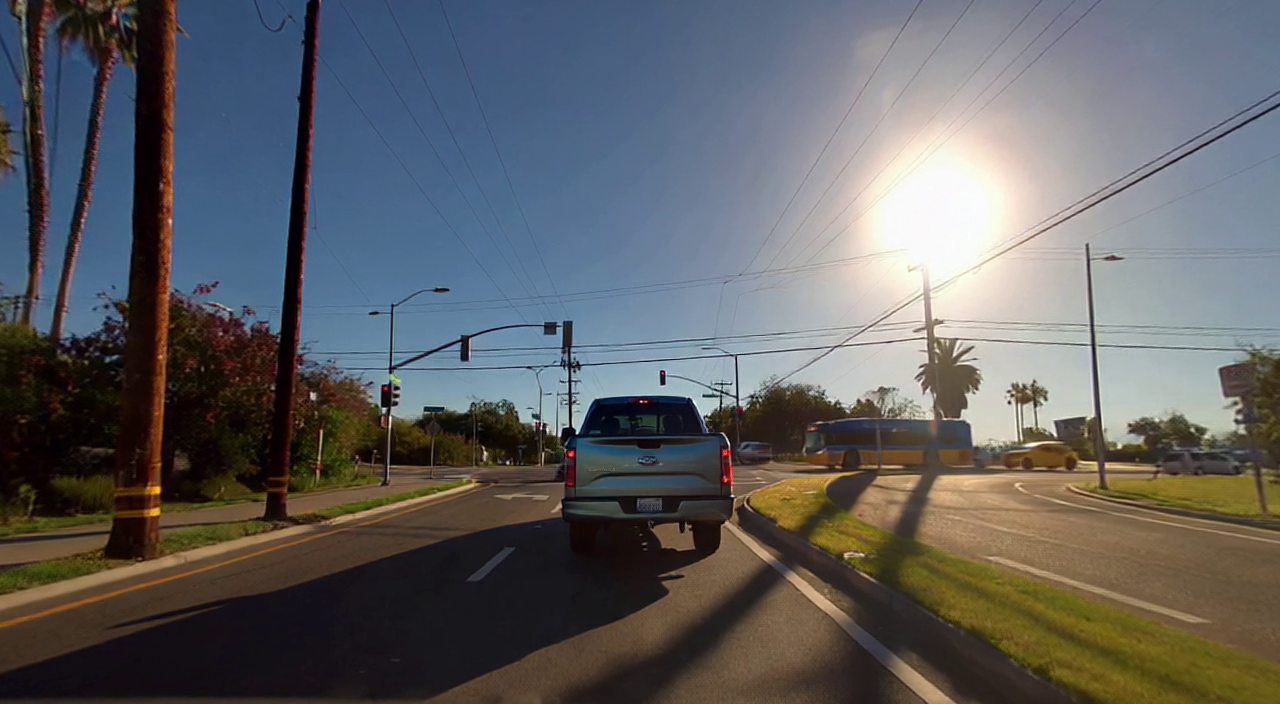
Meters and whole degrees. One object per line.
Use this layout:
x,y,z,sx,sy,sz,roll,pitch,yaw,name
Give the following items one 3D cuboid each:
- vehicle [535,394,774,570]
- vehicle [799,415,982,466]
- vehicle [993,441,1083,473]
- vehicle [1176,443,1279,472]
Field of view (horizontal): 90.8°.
0.116,1.878,10.004,2.707,1.964,5.485,0,-8,-1,vehicle
16.378,5.912,41.991,10.726,3.128,3.003,-1,-8,3,vehicle
28.069,7.440,44.689,5.077,2.008,1.991,3,-9,-3,vehicle
38.485,6.844,41.135,5.426,1.728,1.999,0,-8,-3,vehicle
